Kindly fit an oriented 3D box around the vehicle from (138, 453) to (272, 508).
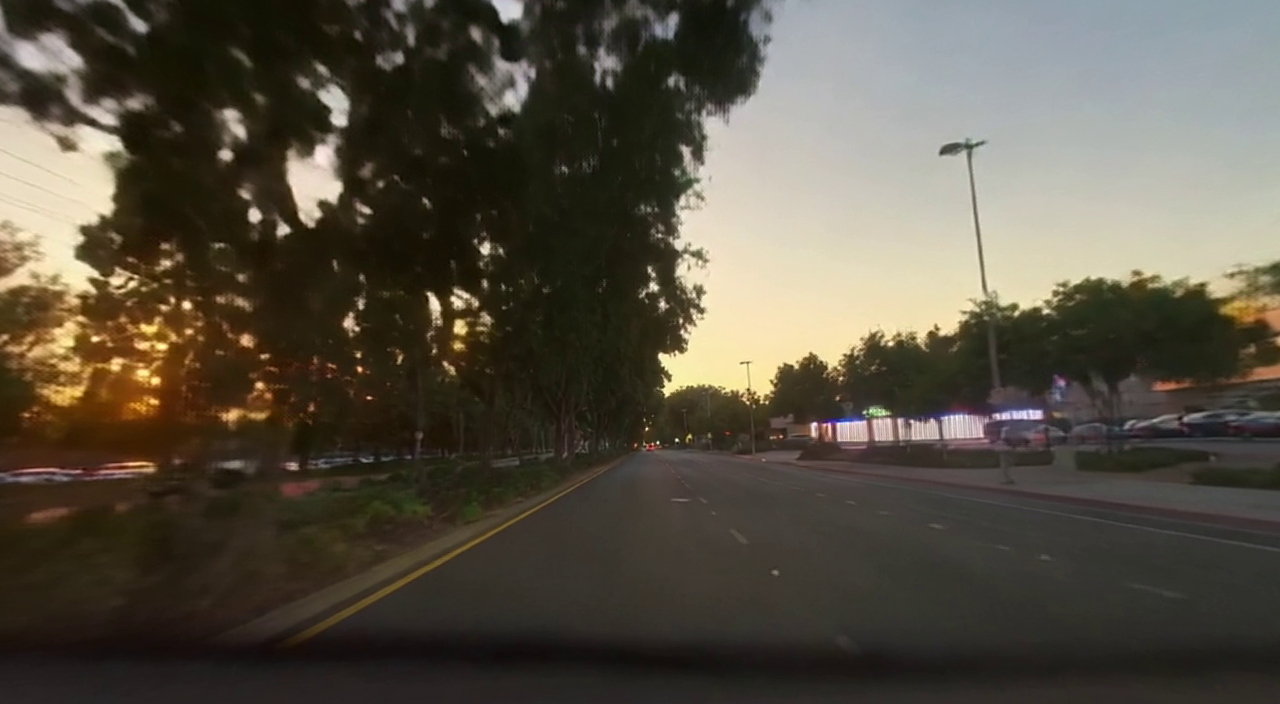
[{"bbox_3d":[-14.346,4.209,21.231,2.129,1.494,5.184,2,-9,-16],"label":"vehicle"}]
